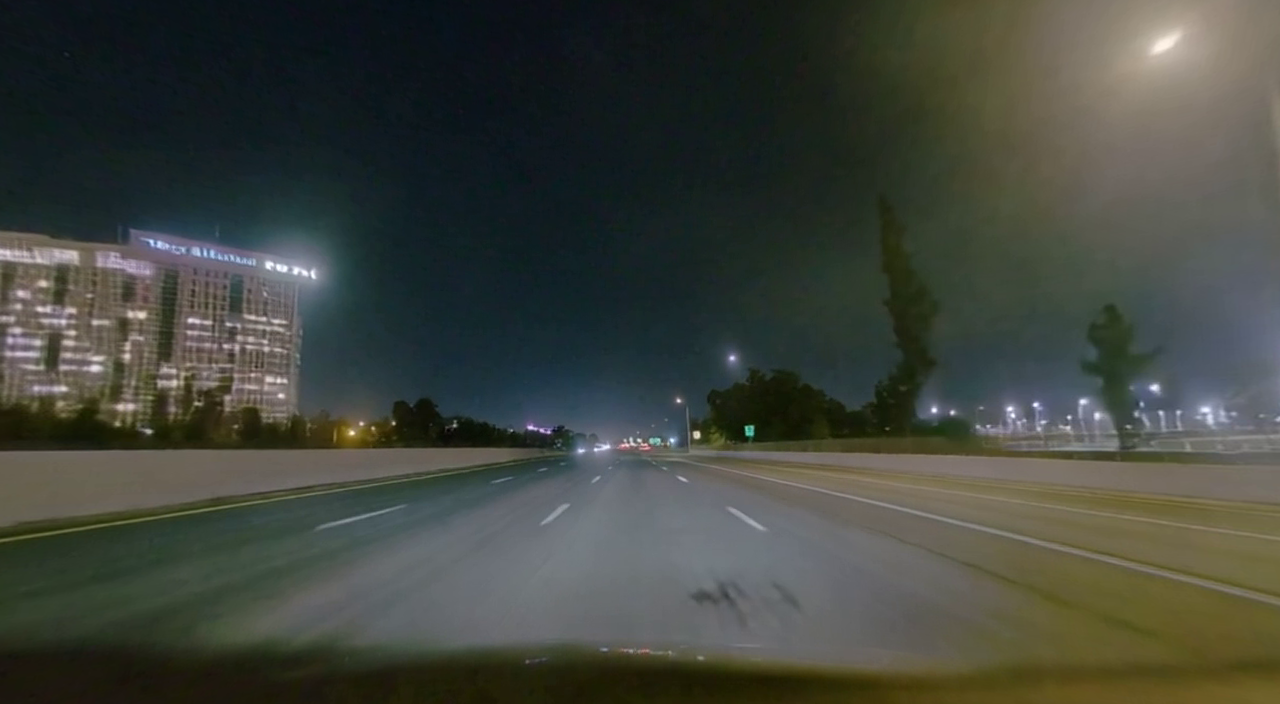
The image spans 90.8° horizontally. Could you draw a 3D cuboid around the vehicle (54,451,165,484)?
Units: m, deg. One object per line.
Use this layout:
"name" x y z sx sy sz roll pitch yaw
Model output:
"vehicle" -26.395 5.731 31.658 1.797 1.463 4.376 0 -9 0
